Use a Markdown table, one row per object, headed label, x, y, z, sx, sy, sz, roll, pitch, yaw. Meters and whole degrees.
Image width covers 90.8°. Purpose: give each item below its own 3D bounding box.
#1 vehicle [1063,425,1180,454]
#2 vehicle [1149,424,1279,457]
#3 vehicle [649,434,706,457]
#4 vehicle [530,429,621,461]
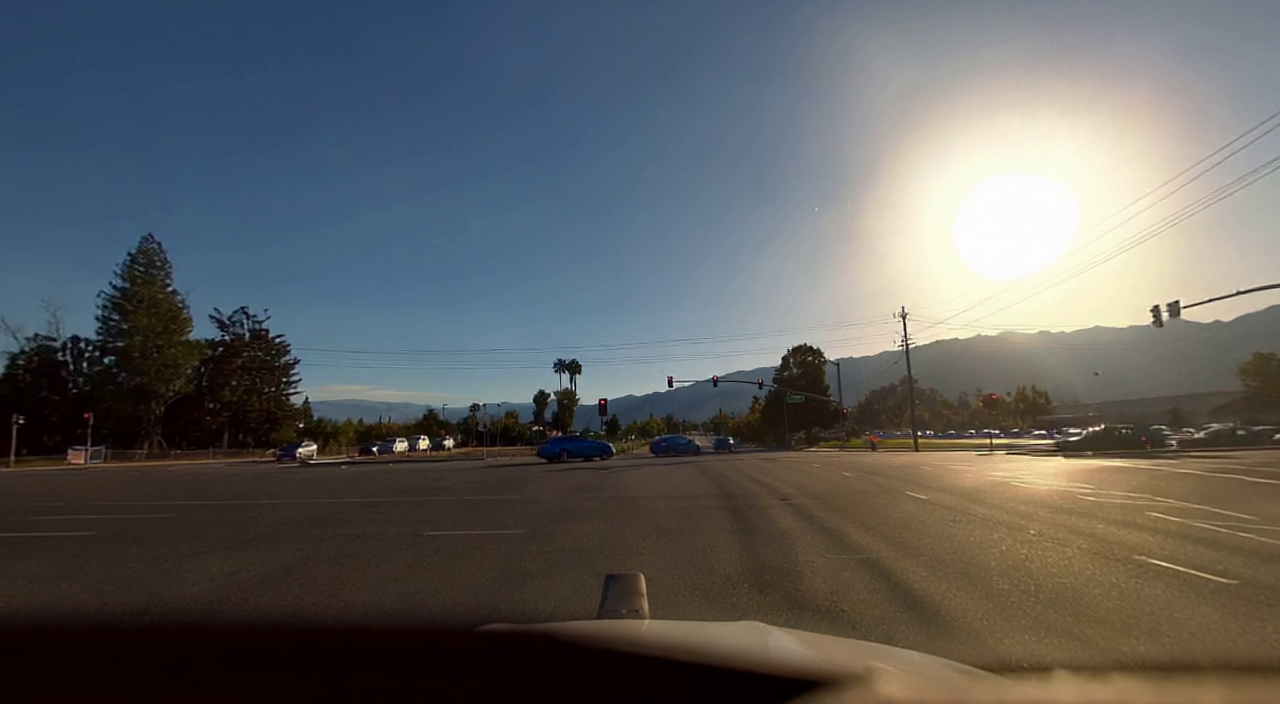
| label | x | y | z | sx | sy | sz | roll | pitch | yaw |
| --- | --- | --- | --- | --- | --- | --- | --- | --- | --- |
| vehicle | 28.268 | 5.157 | 37.209 | 5.100 | 1.680 | 2.055 | 0 | -8 | 1 |
| vehicle | 27.284 | 4.196 | 29.815 | 4.778 | 1.495 | 1.959 | 0 | -8 | 0 |
| vehicle | 2.674 | 6.530 | 44.191 | 2.044 | 1.542 | 4.218 | -6 | -10 | 36 |
| vehicle | -3.692 | 5.372 | 36.446 | 4.812 | 1.735 | 2.105 | 6 | -11 | -37 |
